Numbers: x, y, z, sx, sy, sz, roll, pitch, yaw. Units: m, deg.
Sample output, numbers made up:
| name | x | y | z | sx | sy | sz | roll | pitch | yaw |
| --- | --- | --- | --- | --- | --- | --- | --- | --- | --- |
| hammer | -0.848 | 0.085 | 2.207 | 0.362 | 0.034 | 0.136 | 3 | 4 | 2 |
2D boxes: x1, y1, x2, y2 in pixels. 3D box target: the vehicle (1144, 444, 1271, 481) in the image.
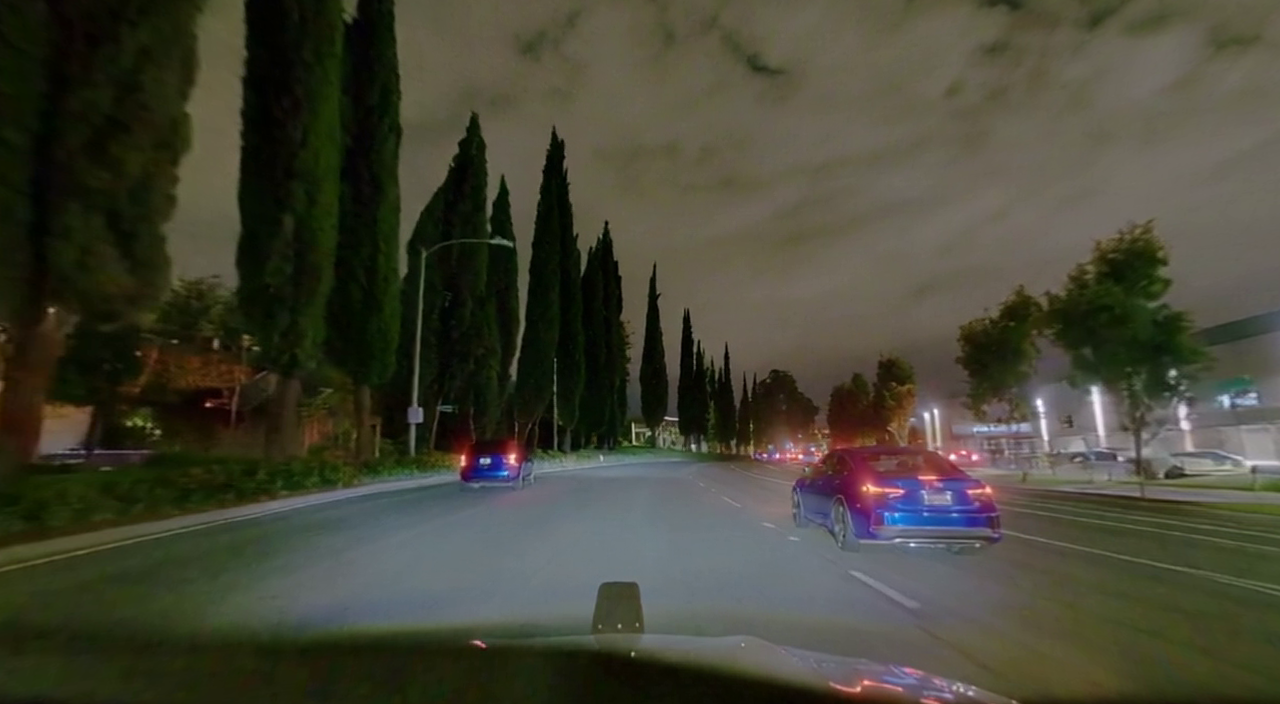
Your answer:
| name | x | y | z | sx | sy | sz | roll | pitch | yaw |
| --- | --- | --- | --- | --- | --- | --- | --- | --- | --- |
| vehicle | 22.540 | 4.357 | 25.102 | 4.391 | 1.343 | 1.710 | 3 | -9 | -18 |

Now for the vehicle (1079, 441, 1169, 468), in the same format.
| name | x | y | z | sx | sy | sz | roll | pitch | yaw |
| --- | --- | --- | --- | --- | --- | --- | --- | --- | --- |
| vehicle | 27.840 | 5.874 | 36.317 | 4.494 | 1.467 | 1.877 | 3 | -9 | -20 |

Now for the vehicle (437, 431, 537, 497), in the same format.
| name | x | y | z | sx | sy | sz | roll | pitch | yaw |
| --- | --- | --- | --- | --- | --- | --- | --- | --- | --- |
| vehicle | -4.295 | 3.214 | 18.508 | 2.085 | 1.693 | 4.301 | 0 | -8 | -3 |

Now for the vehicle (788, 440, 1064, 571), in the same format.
| name | x | y | z | sx | sy | sz | roll | pitch | yaw |
| --- | --- | --- | --- | --- | --- | --- | --- | --- | --- |
| vehicle | 3.669 | 2.015 | 9.190 | 1.918 | 1.418 | 4.360 | 0 | -8 | -1 |
